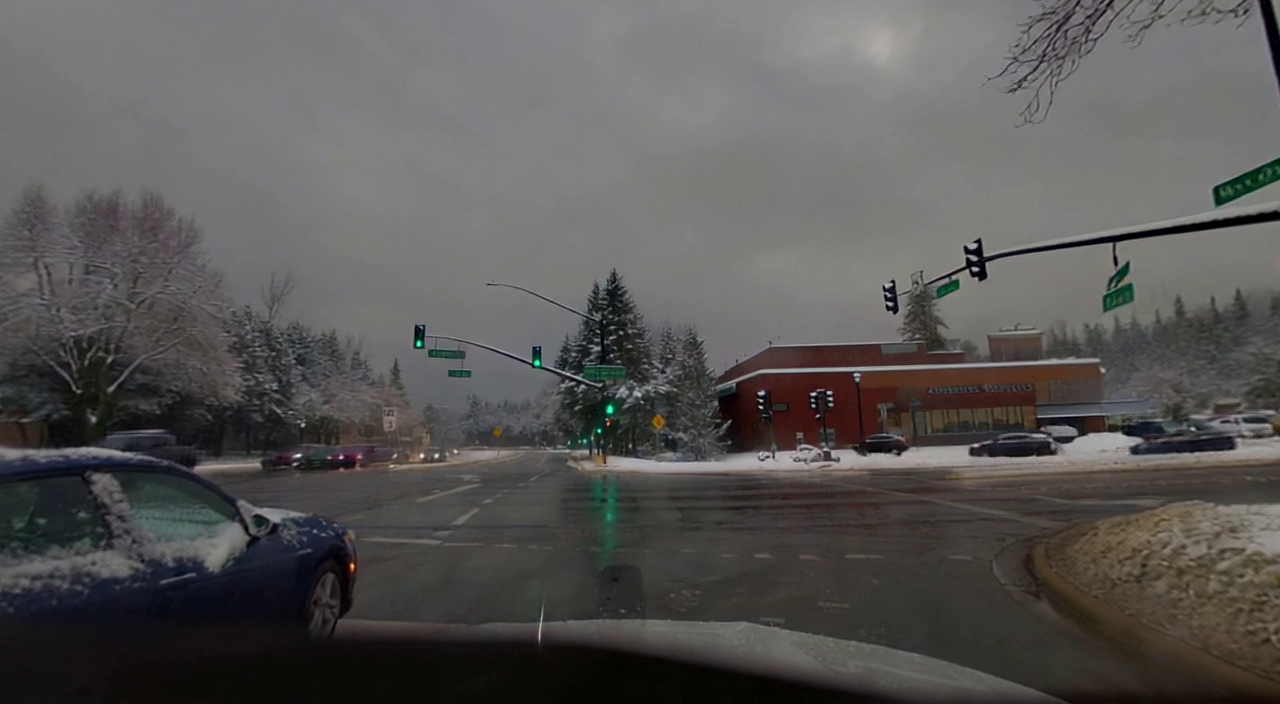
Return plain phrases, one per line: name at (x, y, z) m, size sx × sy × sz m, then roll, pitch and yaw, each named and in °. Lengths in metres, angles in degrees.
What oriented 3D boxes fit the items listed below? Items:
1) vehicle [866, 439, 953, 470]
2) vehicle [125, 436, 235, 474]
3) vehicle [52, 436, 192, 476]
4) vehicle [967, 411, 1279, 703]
vehicle at (14.219, 5.369, 33.134) m, size 4.703 × 1.492 × 1.930 m, roll 6°, pitch -10°, yaw -35°
vehicle at (-23.075, 5.165, 31.919) m, size 2.111 × 1.742 × 4.757 m, roll 0°, pitch -8°, yaw -3°
vehicle at (-27.114, 5.452, 33.430) m, size 2.233 × 1.889 × 6.305 m, roll 0°, pitch -8°, yaw -2°
vehicle at (4.104, 1.086, 3.413) m, size 1.940 × 1.487 × 4.562 m, roll 0°, pitch -8°, yaw -5°
